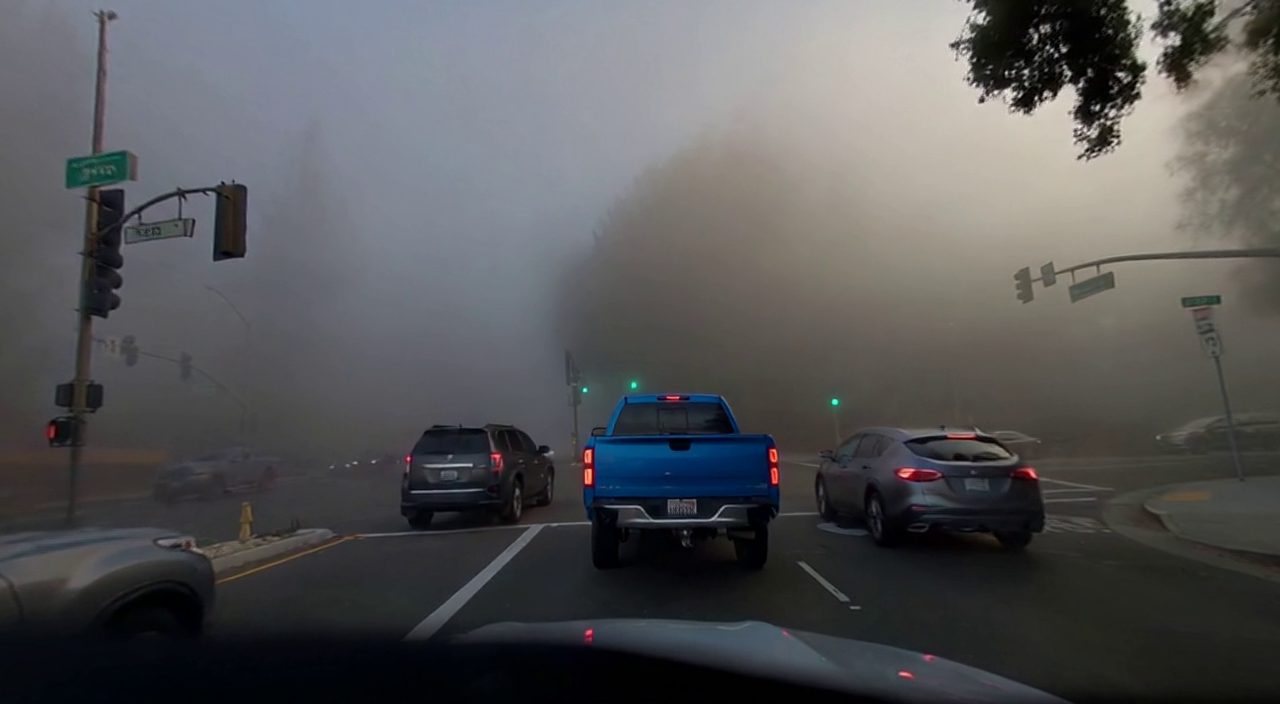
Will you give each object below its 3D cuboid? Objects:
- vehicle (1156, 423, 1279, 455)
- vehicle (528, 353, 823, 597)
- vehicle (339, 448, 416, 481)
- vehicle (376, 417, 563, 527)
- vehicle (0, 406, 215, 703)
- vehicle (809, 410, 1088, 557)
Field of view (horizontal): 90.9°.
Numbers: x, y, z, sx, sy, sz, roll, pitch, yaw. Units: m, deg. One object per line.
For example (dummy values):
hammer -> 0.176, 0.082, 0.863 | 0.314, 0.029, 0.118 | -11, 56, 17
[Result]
vehicle -> 27.795, 4.156, 30.062 | 4.681, 1.458, 1.908 | 0, -8, -1
vehicle -> 0.358, 1.392, 7.862 | 2.505, 2.084, 4.768 | 0, -8, 1
vehicle -> -12.842, 5.500, 31.188 | 1.834, 1.463, 4.597 | 0, -8, 0
vehicle -> -3.034, 2.265, 12.514 | 2.125, 1.739, 4.707 | 0, -8, 4
vehicle -> -3.372, 0.763, 1.073 | 1.998, 1.481, 4.656 | 0, -8, 1
vehicle -> 4.095, 1.816, 9.358 | 1.984, 1.659, 4.226 | 0, -8, 0
